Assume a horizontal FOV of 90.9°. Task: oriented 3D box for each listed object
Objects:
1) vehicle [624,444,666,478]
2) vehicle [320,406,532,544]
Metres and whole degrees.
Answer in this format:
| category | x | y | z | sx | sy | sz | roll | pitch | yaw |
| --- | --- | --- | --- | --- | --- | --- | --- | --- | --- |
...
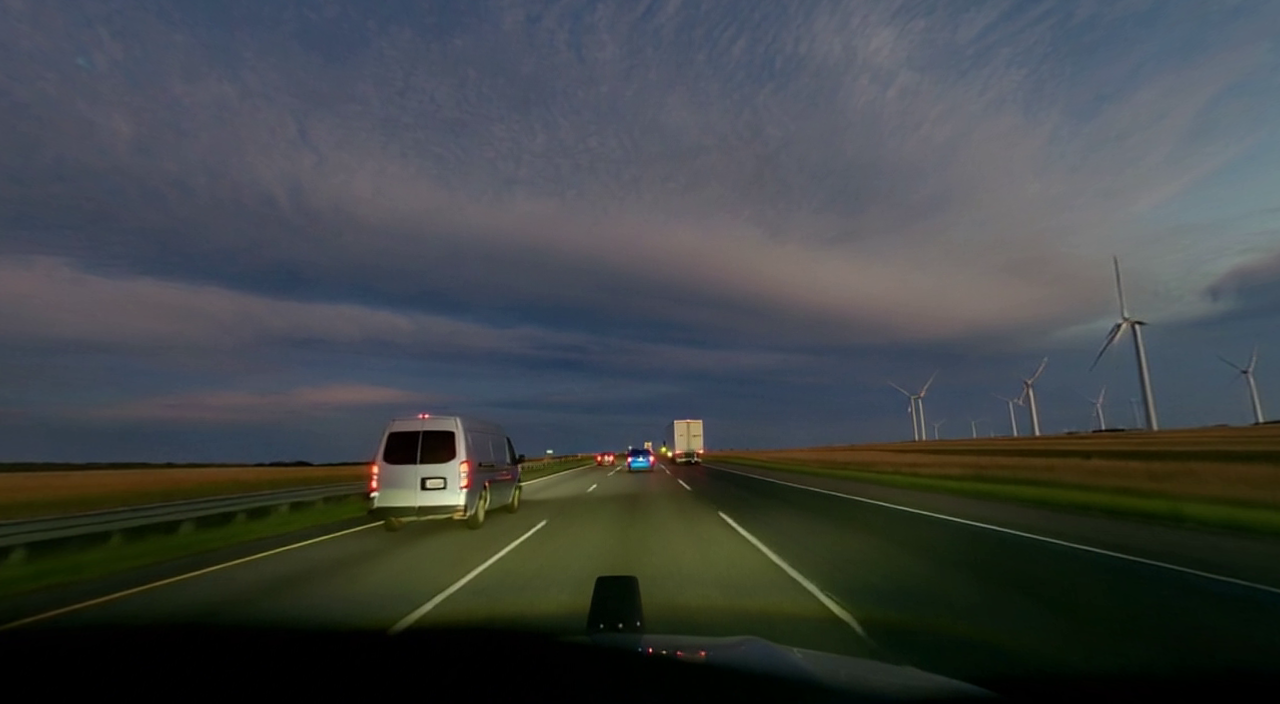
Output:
| category | x | y | z | sx | sy | sz | roll | pitch | yaw |
| --- | --- | --- | --- | --- | --- | --- | --- | --- | --- |
| vehicle | 0.276 | 5.753 | 33.422 | 2.083 | 1.689 | 4.083 | 0 | -9 | 0 |
| vehicle | -3.535 | 2.173 | 11.634 | 2.238 | 1.984 | 4.650 | 0 | -9 | 0 |
